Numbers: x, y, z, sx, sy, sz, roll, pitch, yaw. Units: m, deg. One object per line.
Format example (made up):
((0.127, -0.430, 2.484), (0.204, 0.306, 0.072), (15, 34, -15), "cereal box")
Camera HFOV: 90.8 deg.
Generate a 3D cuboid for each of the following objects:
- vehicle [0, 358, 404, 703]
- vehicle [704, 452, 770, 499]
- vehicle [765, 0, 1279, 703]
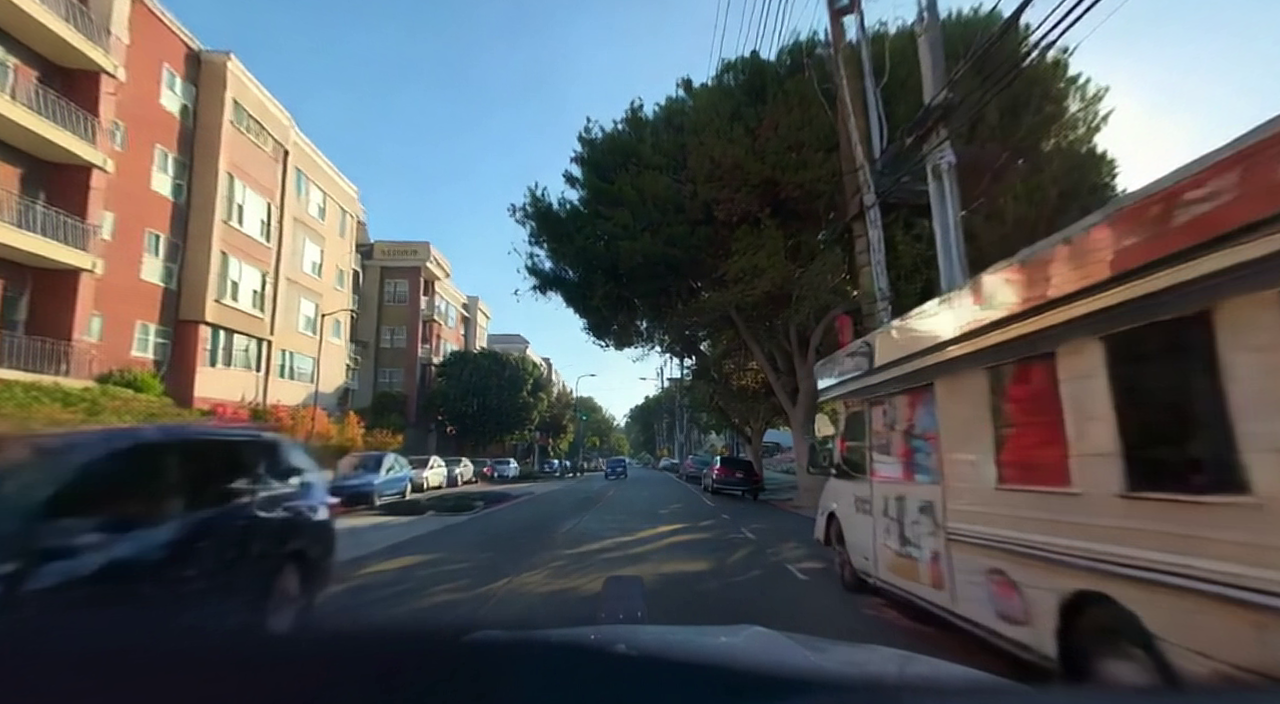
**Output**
((-3.250, 1.124, 3.846), (1.952, 1.708, 4.096), (-1, -8, 1), "vehicle")
((3.746, 4.855, 25.258), (1.936, 1.641, 4.434), (0, -8, 0), "vehicle")
((3.205, 0.464, 4.375), (2.886, 3.321, 7.809), (0, -8, -1), "vehicle")
